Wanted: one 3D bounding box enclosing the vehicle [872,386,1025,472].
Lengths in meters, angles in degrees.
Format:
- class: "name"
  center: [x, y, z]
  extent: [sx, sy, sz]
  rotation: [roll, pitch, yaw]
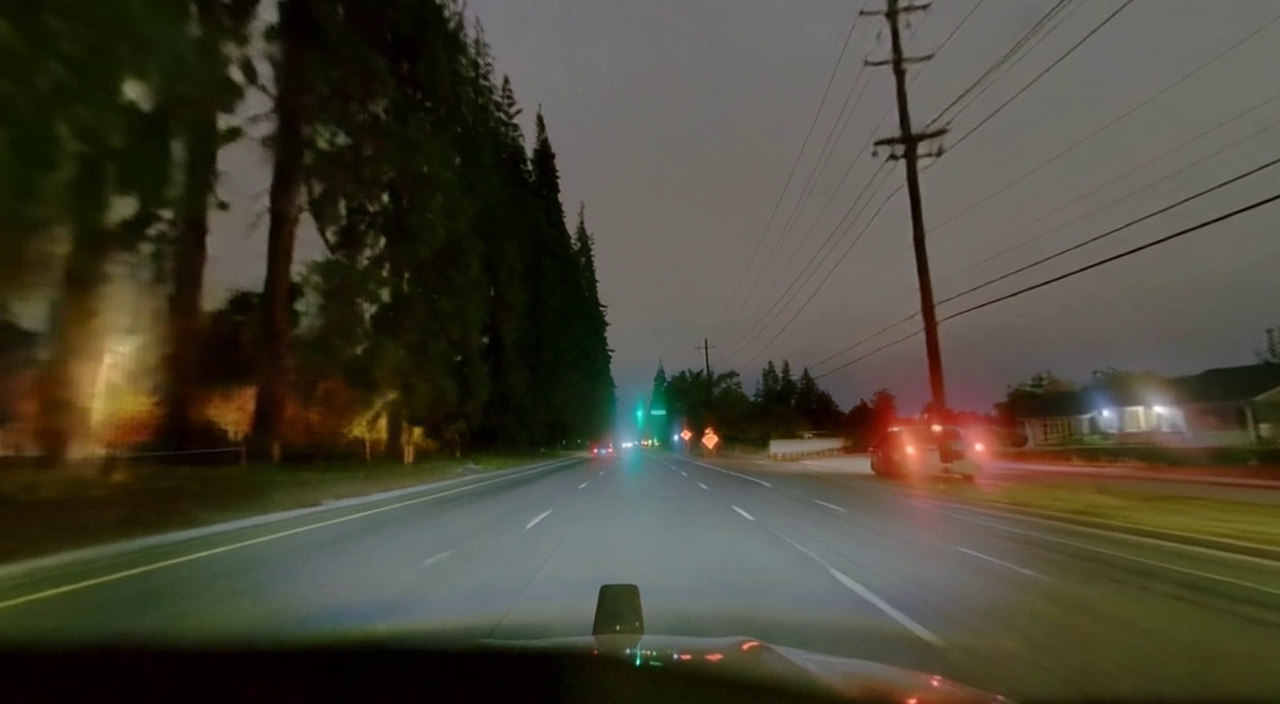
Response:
- class: "vehicle"
  center: [14.719, 3.929, 31.328]
  extent: [2.889, 3.610, 9.347]
  rotation: [0, -8, 1]
